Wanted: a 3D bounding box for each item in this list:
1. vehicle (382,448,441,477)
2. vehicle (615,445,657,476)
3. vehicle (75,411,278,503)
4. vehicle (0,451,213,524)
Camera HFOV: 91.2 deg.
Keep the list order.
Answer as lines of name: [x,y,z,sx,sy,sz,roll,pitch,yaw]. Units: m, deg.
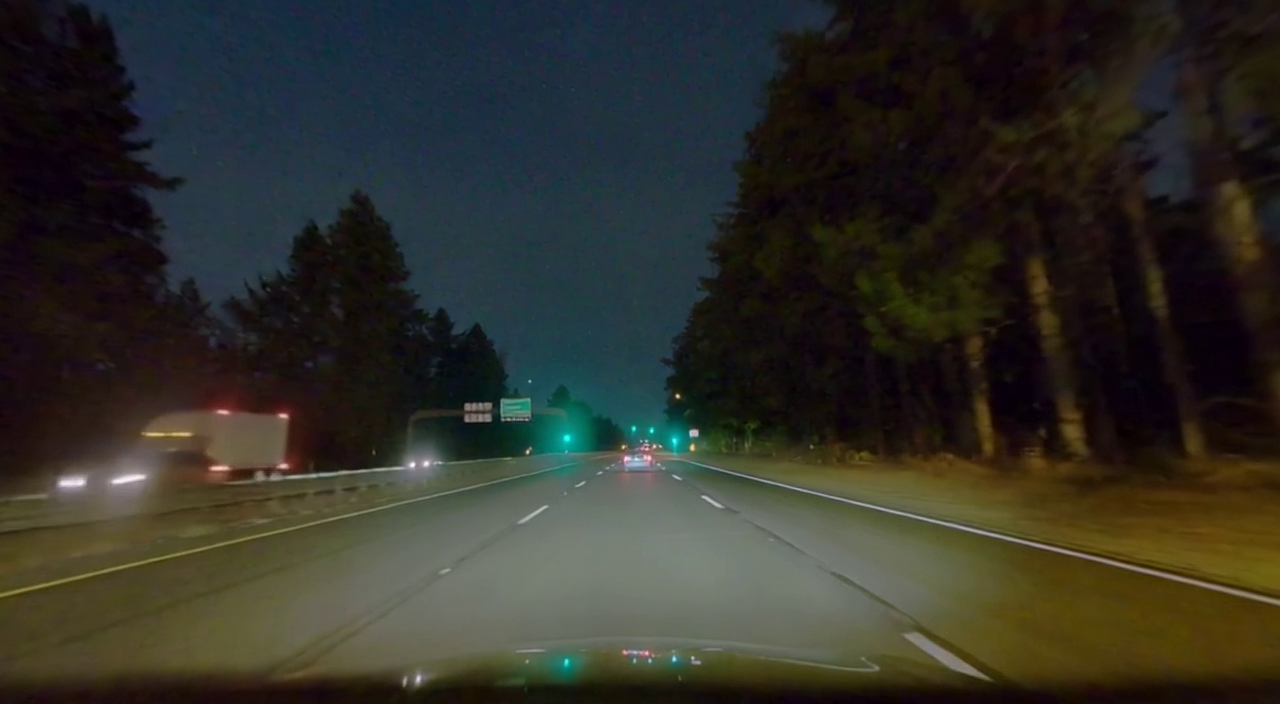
vehicle: [-13.919,6.725,38.482,1.999,1.634,4.232,0,-9,0]
vehicle: [-0.227,5.785,33.612,2.095,1.537,4.017,0,-9,-1]
vehicle: [-17.209,3.972,23.992,2.645,3.018,6.446,-1,-9,1]
vehicle: [-12.757,3.191,15.313,1.903,1.495,3.908,0,-9,-1]
